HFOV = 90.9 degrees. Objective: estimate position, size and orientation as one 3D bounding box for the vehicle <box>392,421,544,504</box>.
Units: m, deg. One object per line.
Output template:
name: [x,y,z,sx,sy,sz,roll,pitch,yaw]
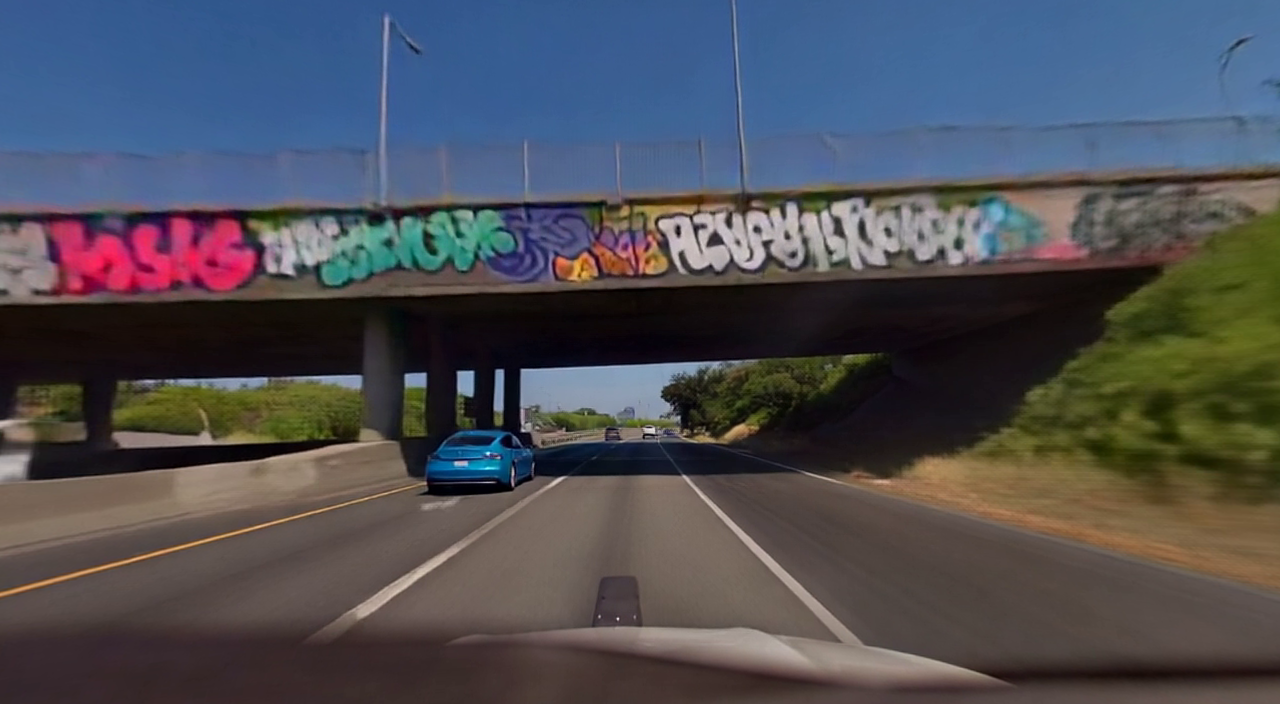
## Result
vehicle: [-3.620,2.412,14.278,2.108,1.555,4.574,0,-8,1]
